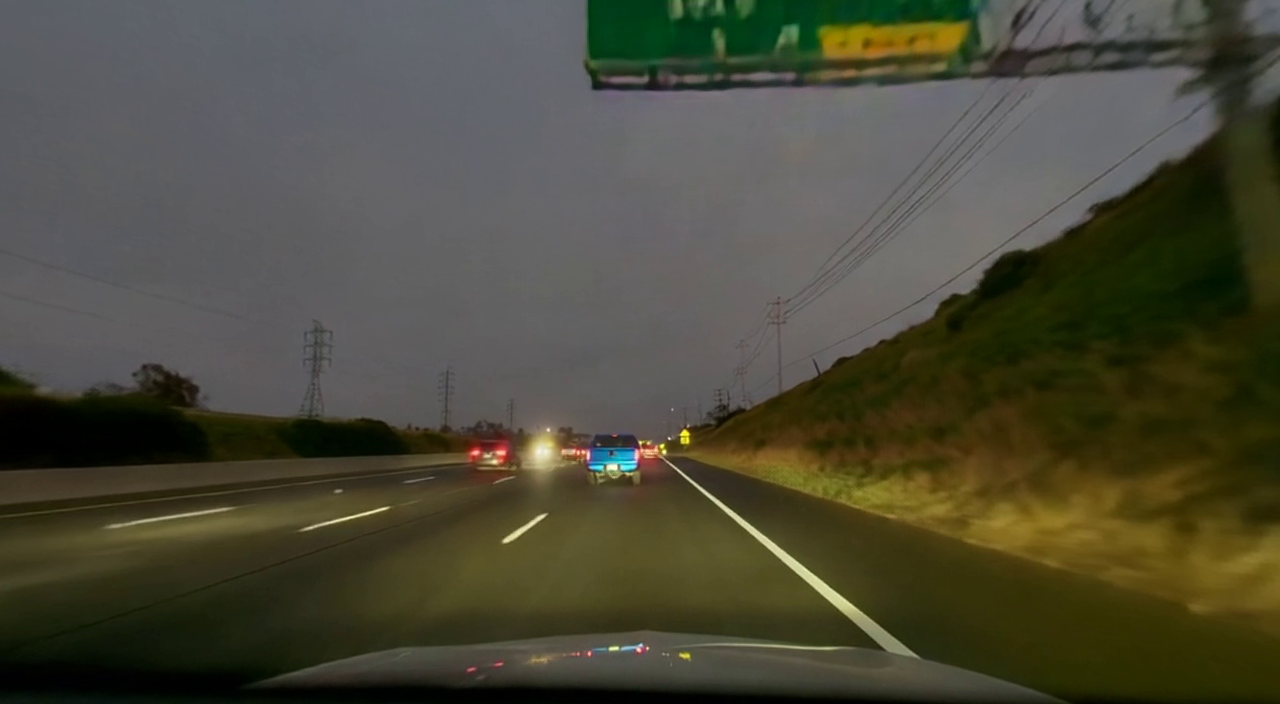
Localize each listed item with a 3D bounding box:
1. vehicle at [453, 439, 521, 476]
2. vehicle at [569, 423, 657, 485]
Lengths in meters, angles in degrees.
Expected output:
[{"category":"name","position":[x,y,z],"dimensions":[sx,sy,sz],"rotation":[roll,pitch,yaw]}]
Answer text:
[{"category":"vehicle","position":[-7.165,4.969,29.913],"dimensions":[2.055,1.618,4.457],"rotation":[0,-9,1]},{"category":"vehicle","position":[-0.915,3.951,24.585],"dimensions":[2.972,2.087,6.126],"rotation":[0,-9,0]}]
